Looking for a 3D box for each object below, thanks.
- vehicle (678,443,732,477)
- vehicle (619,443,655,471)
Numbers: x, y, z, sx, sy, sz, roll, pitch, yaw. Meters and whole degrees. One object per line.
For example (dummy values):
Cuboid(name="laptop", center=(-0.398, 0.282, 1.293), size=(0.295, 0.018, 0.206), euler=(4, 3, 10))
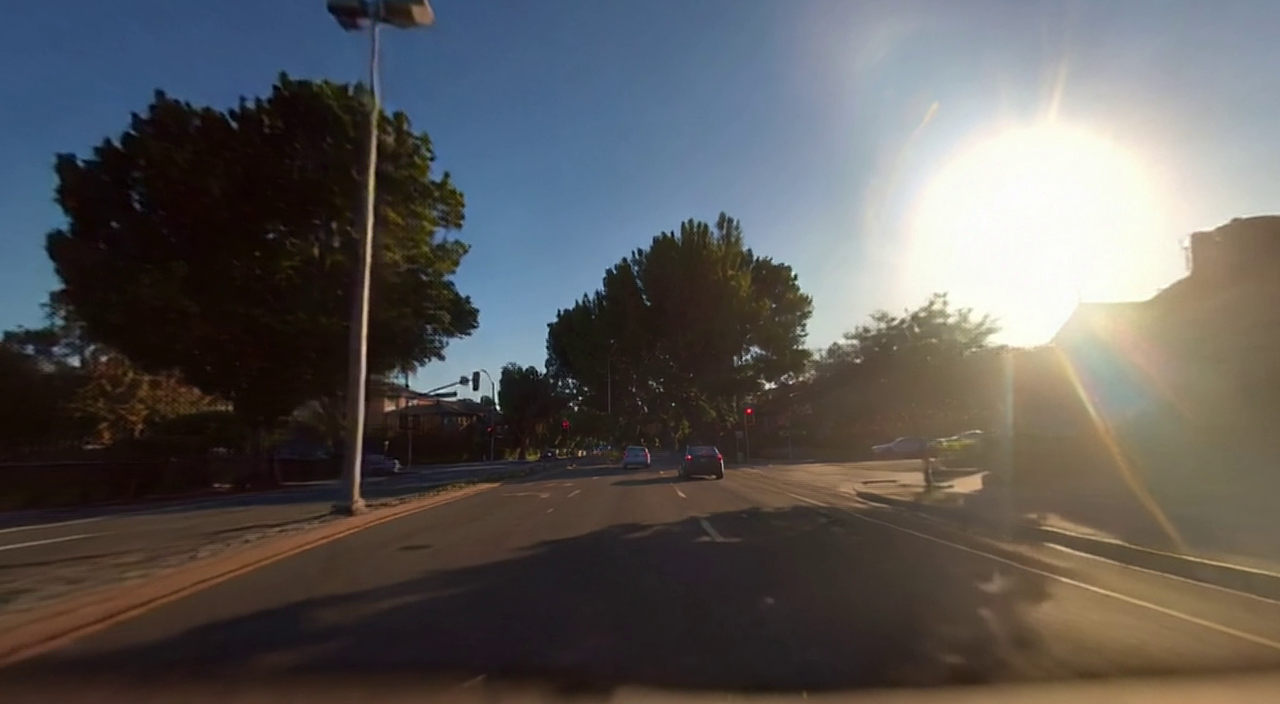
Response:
Cuboid(name="vehicle", center=(3.038, 5.124, 30.351), size=(2.057, 1.496, 4.401), euler=(0, -8, -1))
Cuboid(name="vehicle", center=(-0.150, 6.199, 37.504), size=(2.018, 1.511, 3.993), euler=(0, -8, 0))
